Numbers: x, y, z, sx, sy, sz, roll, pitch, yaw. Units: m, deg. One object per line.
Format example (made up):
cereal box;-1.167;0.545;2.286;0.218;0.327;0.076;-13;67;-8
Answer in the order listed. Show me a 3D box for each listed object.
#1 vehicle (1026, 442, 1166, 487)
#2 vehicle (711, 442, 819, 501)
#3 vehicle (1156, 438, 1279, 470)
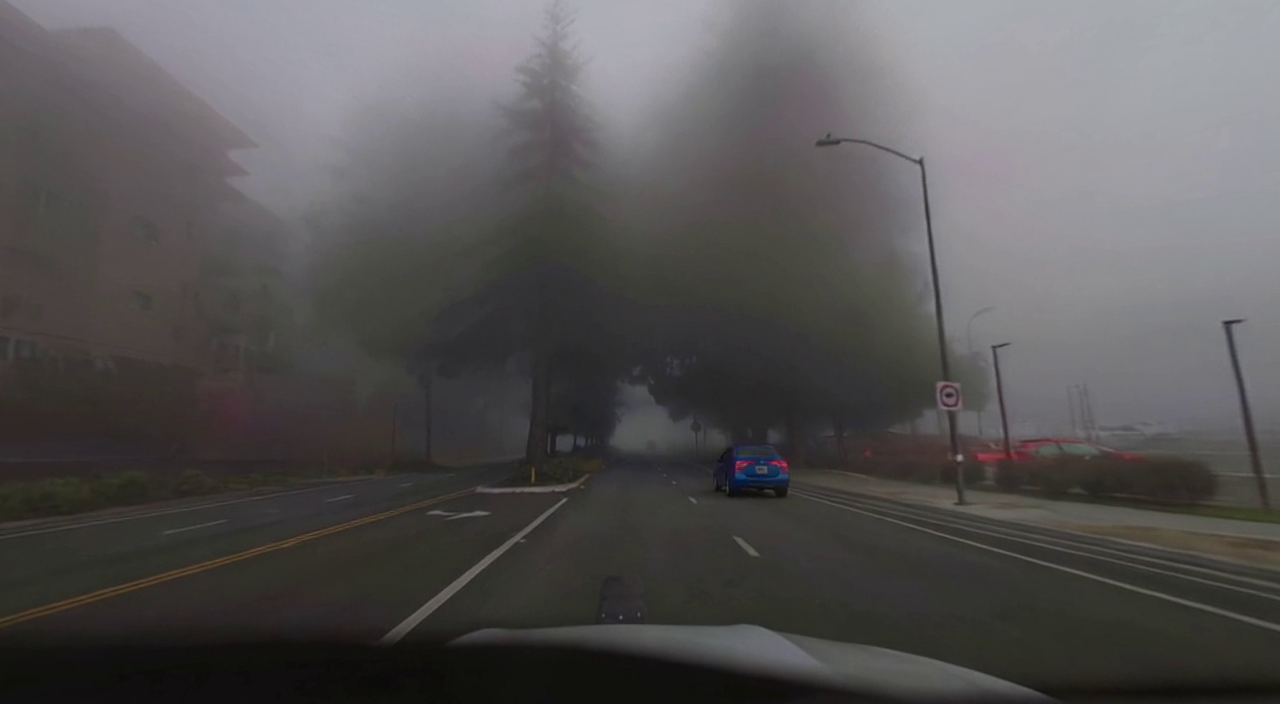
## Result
vehicle;19.498;4.861;27.141;4.418;1.418;1.873;-4;-14;-2
vehicle;3.448;3.393;18.391;2.114;1.493;4.430;0;-9;-2
vehicle;32.804;5.755;35.669;5.237;1.724;2.398;1;-9;-3
